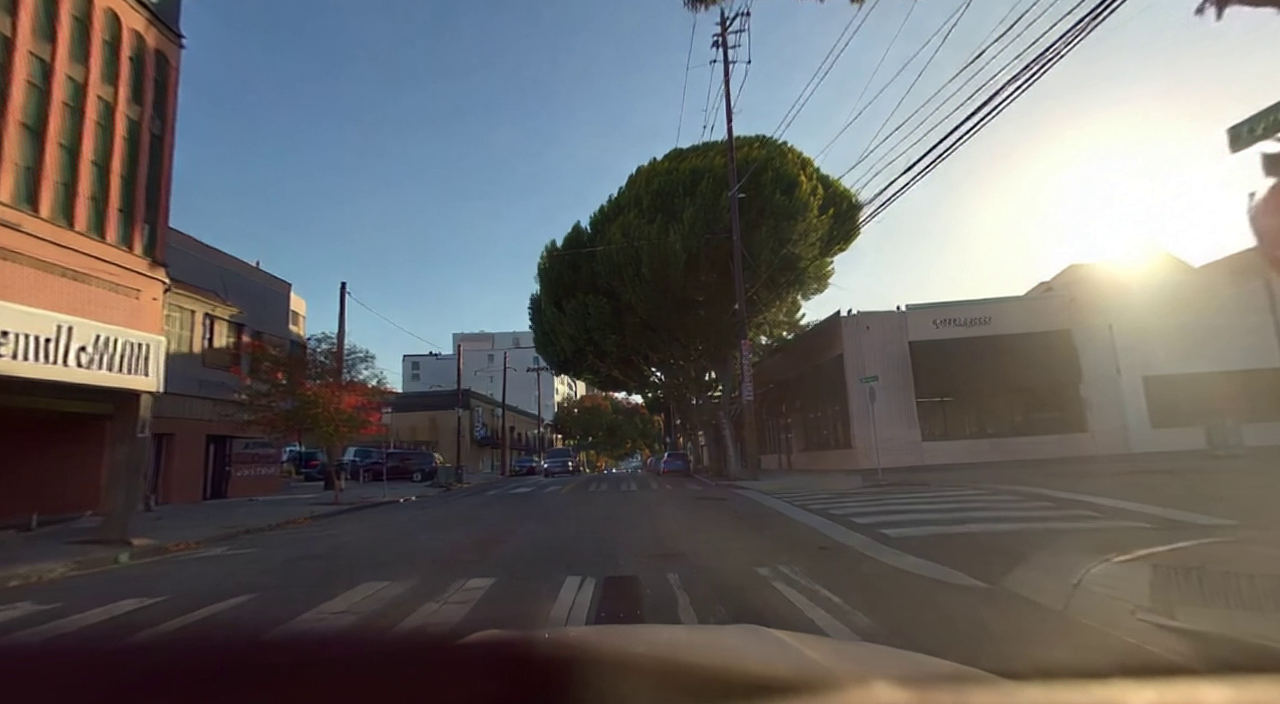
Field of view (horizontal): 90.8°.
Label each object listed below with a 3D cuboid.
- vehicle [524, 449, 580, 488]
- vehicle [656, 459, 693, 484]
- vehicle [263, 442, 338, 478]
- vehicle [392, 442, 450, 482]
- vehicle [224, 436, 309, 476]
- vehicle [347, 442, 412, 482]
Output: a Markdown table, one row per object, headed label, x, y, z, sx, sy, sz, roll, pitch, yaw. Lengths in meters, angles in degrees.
| label | x | y | z | sx | sy | sz | roll | pitch | yaw |
| --- | --- | --- | --- | --- | --- | --- | --- | --- | --- |
| vehicle | -4.788 | 6.397 | 35.157 | 2.495 | 1.966 | 4.846 | 0 | -8 | -1 |
| vehicle | 2.105 | 7.512 | 39.814 | 1.877 | 1.373 | 3.854 | 0 | -8 | -4 |
| vehicle | -25.441 | 8.075 | 47.614 | 2.288 | 2.514 | 5.886 | 0 | -8 | 0 |
| vehicle | -16.559 | 8.352 | 48.177 | 2.715 | 2.789 | 6.225 | 0 | -10 | -5 |
| vehicle | -28.111 | 7.810 | 47.902 | 2.249 | 2.760 | 6.636 | 0 | -8 | 1 |
| vehicle | -19.487 | 8.232 | 47.624 | 2.256 | 2.668 | 5.979 | 0 | -7 | 0 |
